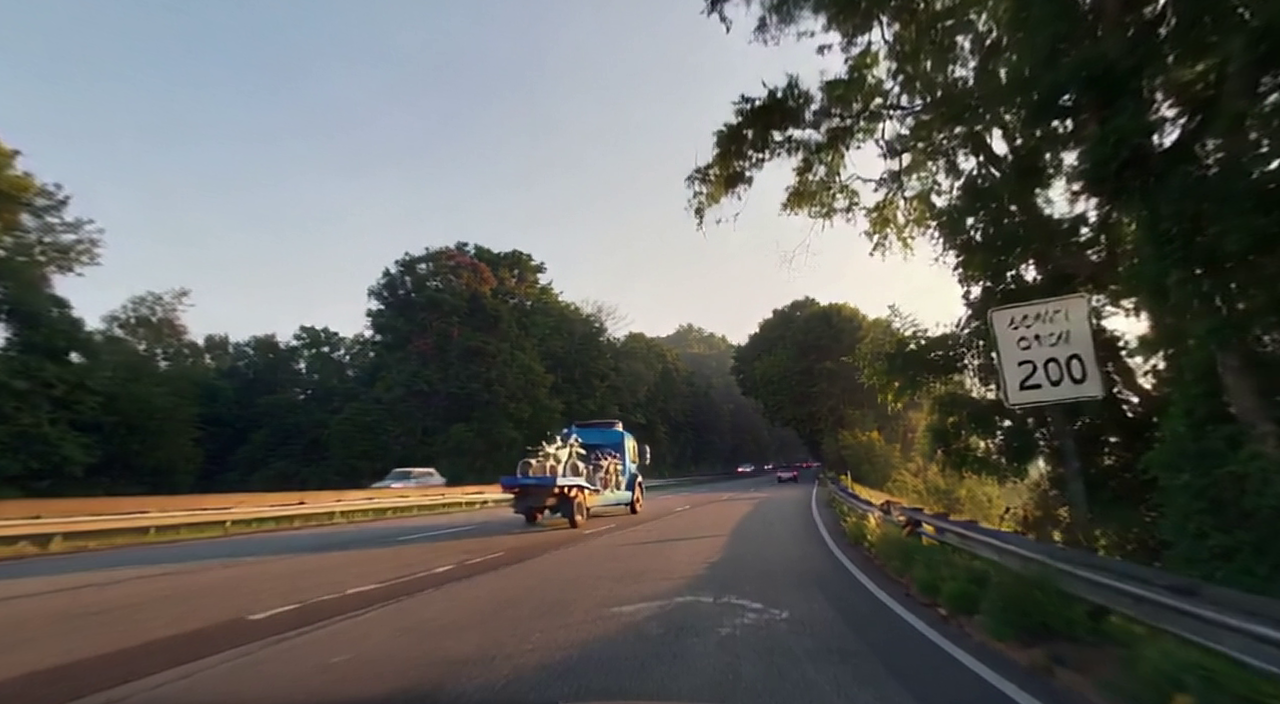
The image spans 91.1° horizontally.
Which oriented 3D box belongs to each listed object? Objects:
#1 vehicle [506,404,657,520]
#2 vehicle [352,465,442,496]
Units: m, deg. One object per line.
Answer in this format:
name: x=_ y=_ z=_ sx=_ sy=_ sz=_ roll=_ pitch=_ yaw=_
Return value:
vehicle: x=-1.590 y=3.902 z=21.891 sx=2.841 sy=3.244 sz=7.689 roll=-2 pitch=-12 yaw=13
vehicle: x=-14.048 y=7.491 z=36.744 sx=1.896 sy=1.641 sz=5.535 roll=-3 pitch=-12 yaw=15
